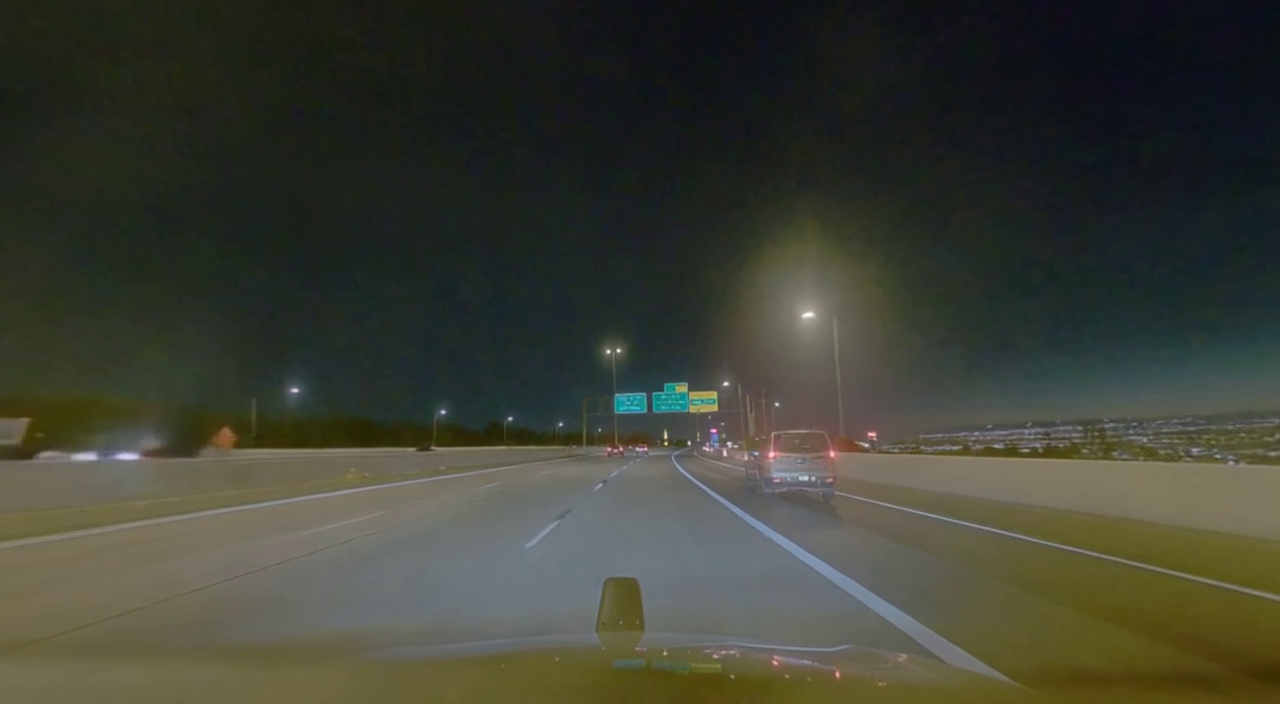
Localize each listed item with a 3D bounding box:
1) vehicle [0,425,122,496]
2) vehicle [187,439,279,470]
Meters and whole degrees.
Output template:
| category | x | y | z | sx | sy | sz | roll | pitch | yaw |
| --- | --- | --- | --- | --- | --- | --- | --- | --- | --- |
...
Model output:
| category | x | y | z | sx | sy | sz | roll | pitch | yaw |
| --- | --- | --- | --- | --- | --- | --- | --- | --- | --- |
| vehicle | -16.151 | 2.716 | 15.845 | 2.081 | 1.656 | 4.819 | 0 | -9 | 0 |
| vehicle | -26.311 | 6.644 | 40.993 | 2.248 | 1.848 | 5.472 | 0 | -9 | 1 |
